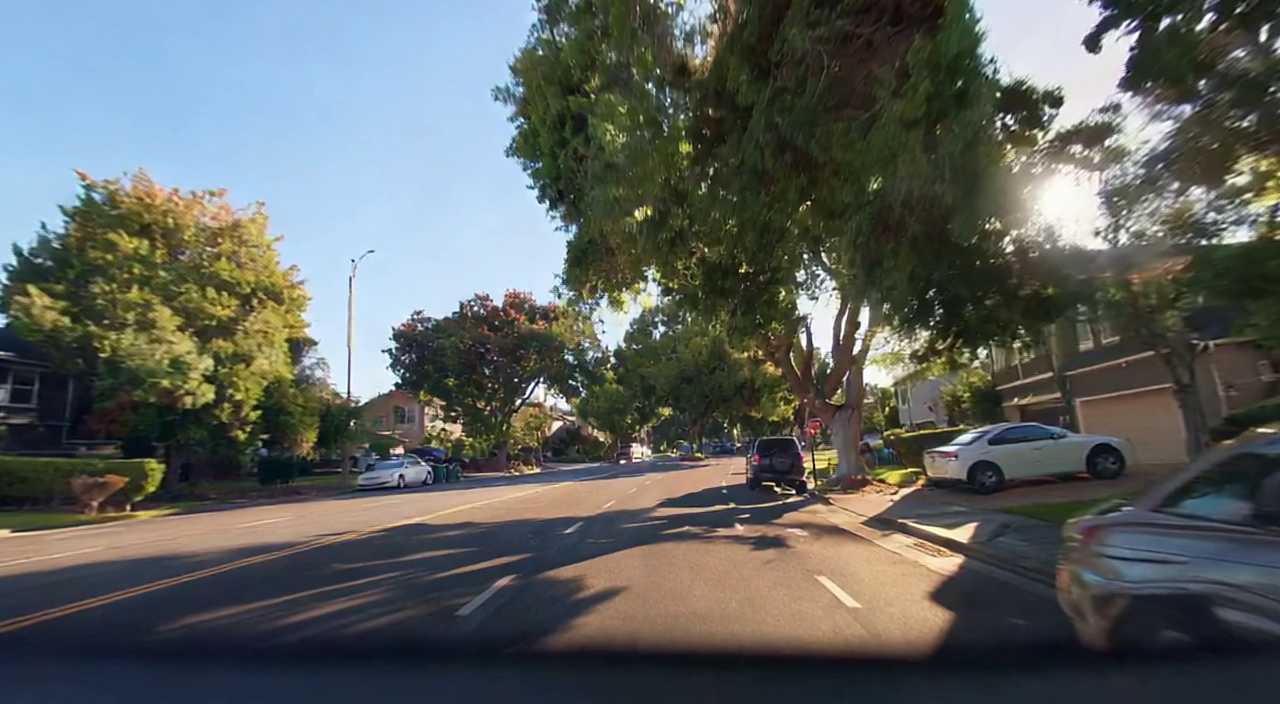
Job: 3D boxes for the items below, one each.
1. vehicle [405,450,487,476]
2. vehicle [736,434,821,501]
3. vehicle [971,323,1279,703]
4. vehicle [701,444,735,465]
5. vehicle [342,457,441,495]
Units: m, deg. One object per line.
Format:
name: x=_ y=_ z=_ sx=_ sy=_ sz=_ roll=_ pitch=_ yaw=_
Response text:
vehicle: x=-14.053 y=8.040 z=45.737 sx=5.177 sy=1.779 sz=2.199 roll=-1 pitch=-9 yaw=5
vehicle: x=4.706 y=3.952 z=22.181 sx=2.516 sy=2.019 sz=5.790 roll=-1 pitch=-9 yaw=9
vehicle: x=3.227 y=0.742 z=1.590 sx=2.213 sy=1.807 sz=5.099 roll=0 pitch=-8 yaw=3
vehicle: x=5.887 y=7.641 z=46.969 sx=1.955 sy=1.459 sz=4.383 roll=-2 pitch=-9 yaw=14
vehicle: x=-11.596 y=5.823 z=29.880 sx=2.118 sy=1.496 sz=5.030 roll=-3 pitch=-9 yaw=8
